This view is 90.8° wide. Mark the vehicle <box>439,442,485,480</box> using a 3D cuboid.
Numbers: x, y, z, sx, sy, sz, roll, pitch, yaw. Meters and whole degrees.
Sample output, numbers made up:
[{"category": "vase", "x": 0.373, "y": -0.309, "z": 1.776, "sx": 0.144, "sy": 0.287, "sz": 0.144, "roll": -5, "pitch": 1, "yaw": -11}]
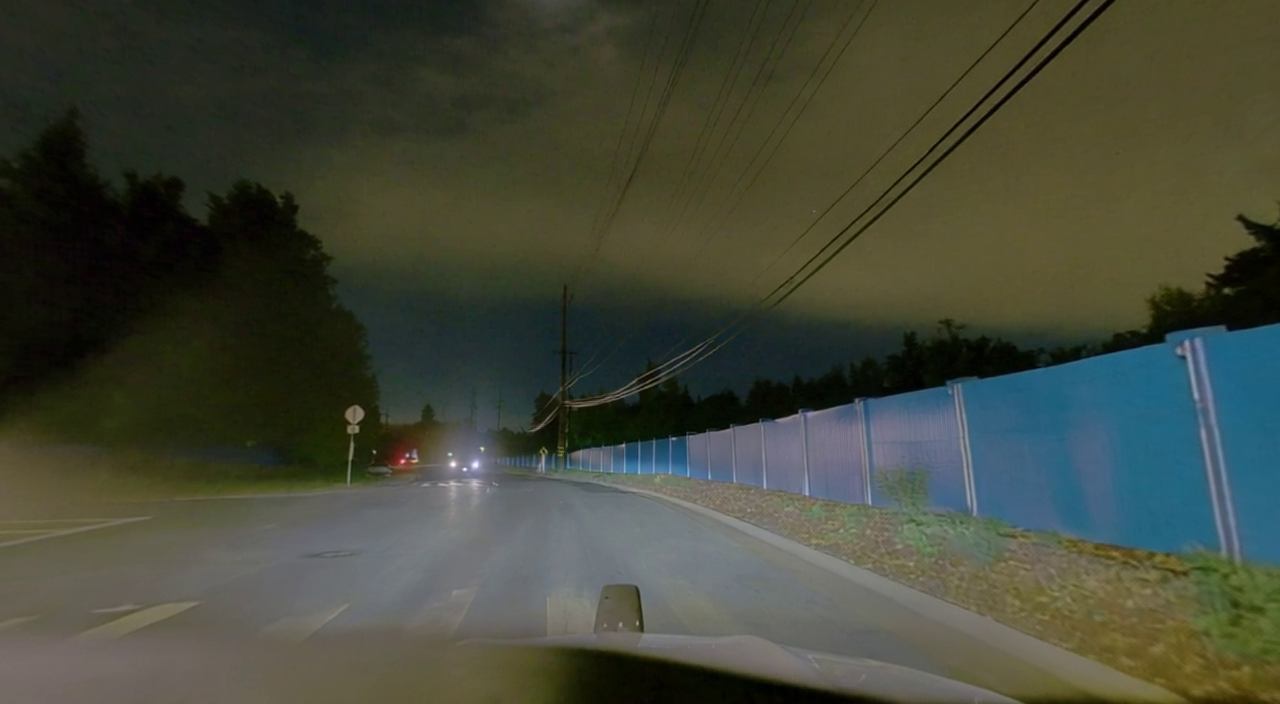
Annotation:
[{"category": "vehicle", "x": -9.740, "y": 5.920, "z": 34.551, "sx": 2.185, "sy": 1.901, "sz": 4.177, "roll": 2, "pitch": -9, "yaw": -16}]
